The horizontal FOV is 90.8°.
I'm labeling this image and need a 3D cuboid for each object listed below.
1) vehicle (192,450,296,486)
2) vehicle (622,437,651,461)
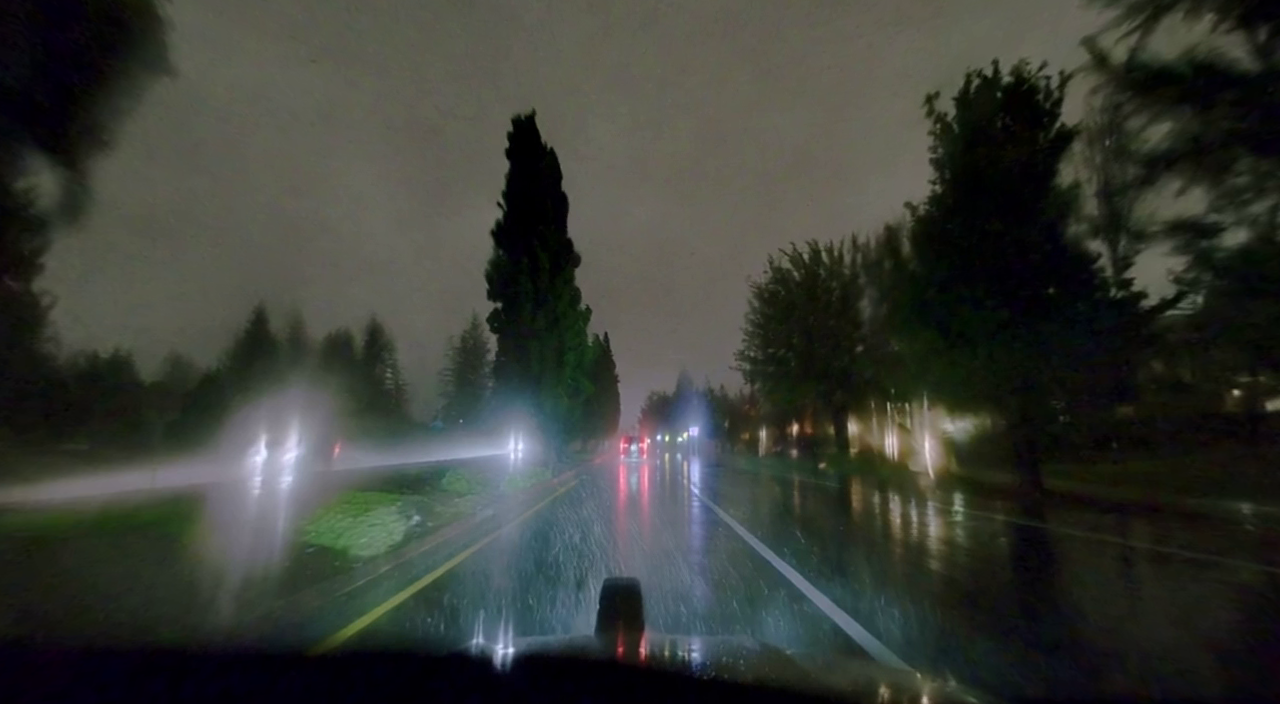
[{"bbox_3d":[-18.501,5.420,29.789,1.835,1.496,4.713,0,-8,0],"label":"vehicle"},{"bbox_3d":[-0.288,6.967,45.499,2.016,1.665,3.932,0,-8,-1],"label":"vehicle"}]
